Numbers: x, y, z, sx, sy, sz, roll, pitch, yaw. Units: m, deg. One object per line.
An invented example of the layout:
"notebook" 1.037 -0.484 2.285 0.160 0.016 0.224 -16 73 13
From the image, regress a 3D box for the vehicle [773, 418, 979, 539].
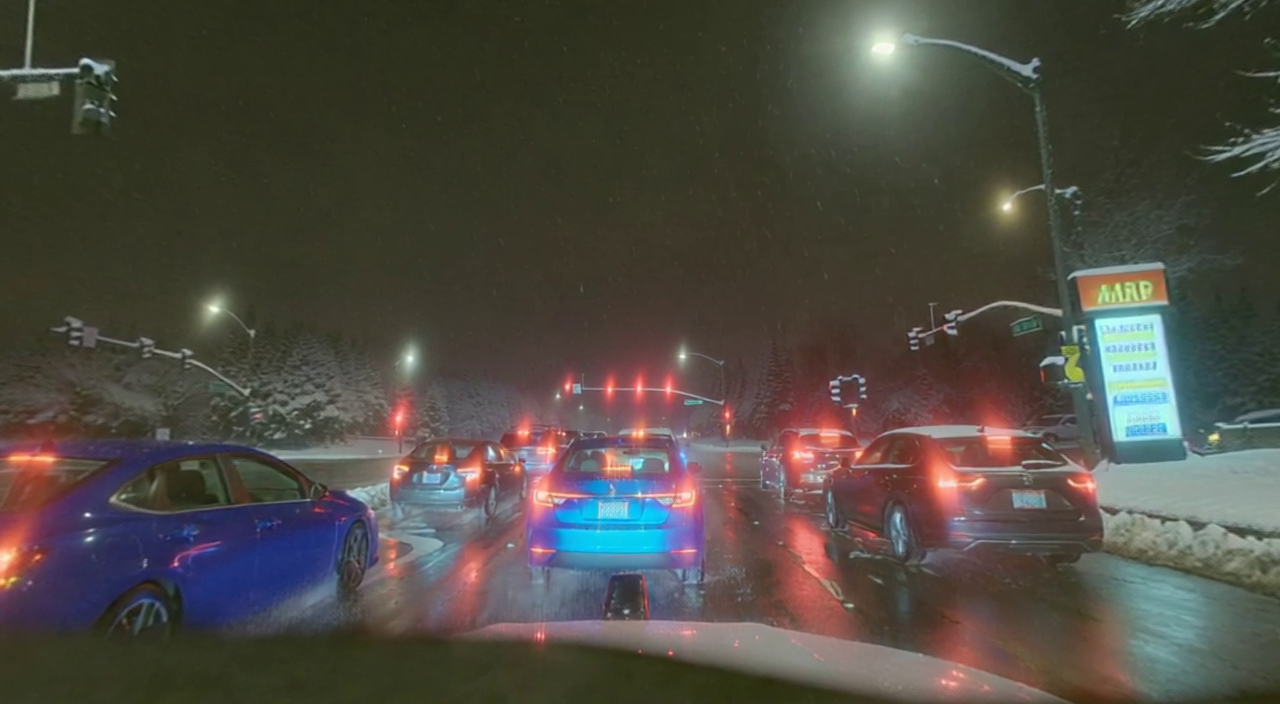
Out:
"vehicle" 3.771 2.094 11.021 2.007 1.683 4.171 0 -8 1

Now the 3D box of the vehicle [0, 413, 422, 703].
"vehicle" -3.415 1.299 4.716 1.980 1.454 4.226 0 -8 1

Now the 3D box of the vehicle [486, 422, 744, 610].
"vehicle" -0.188 1.613 7.107 2.059 1.477 3.988 0 -8 0

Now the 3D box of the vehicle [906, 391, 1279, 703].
"vehicle" 3.407 1.067 3.495 1.981 1.499 4.536 0 -8 2
